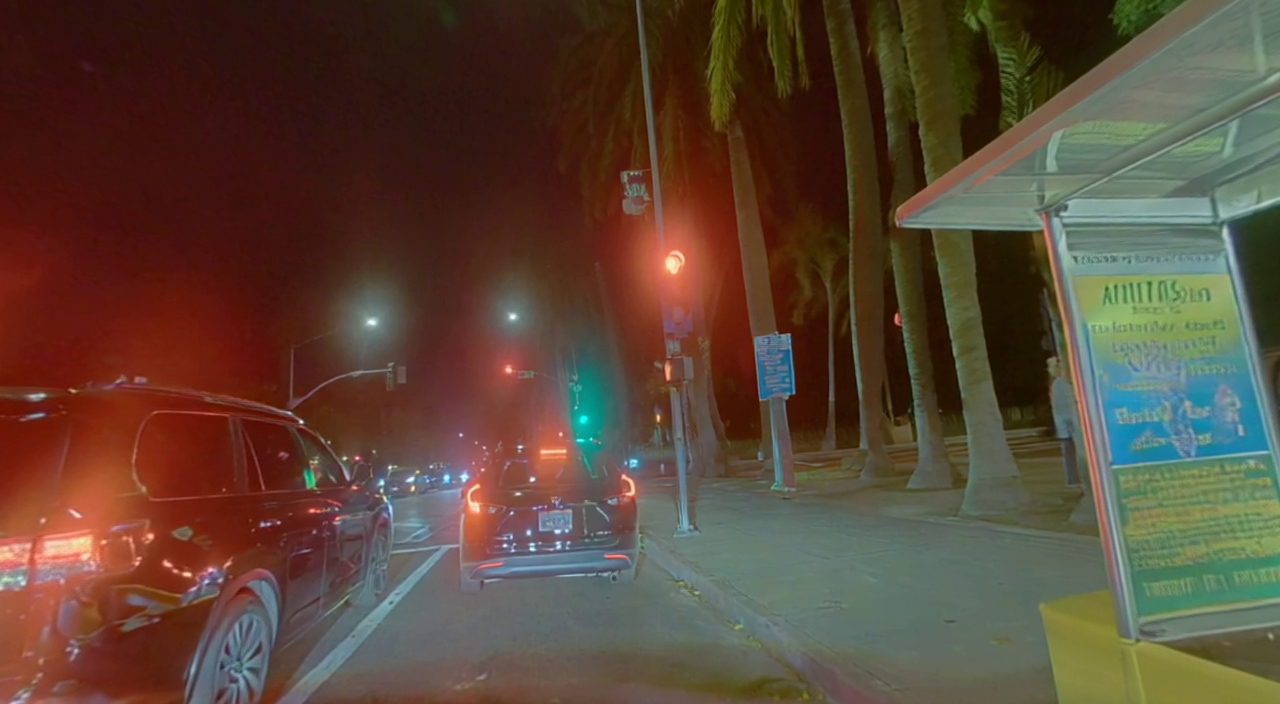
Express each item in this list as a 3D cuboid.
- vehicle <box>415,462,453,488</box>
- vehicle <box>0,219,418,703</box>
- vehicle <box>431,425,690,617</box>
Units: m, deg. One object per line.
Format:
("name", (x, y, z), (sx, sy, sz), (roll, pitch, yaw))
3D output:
("vehicle", (-14.625, 8.691, 44.991), (1.964, 1.642, 4.085), (1, -9, -10))
("vehicle", (-2.764, 0.909, 3.230), (2.098, 1.851, 4.571), (1, -9, -7))
("vehicle", (-1.018, 1.652, 7.241), (2.065, 1.467, 4.289), (2, -9, -11))
